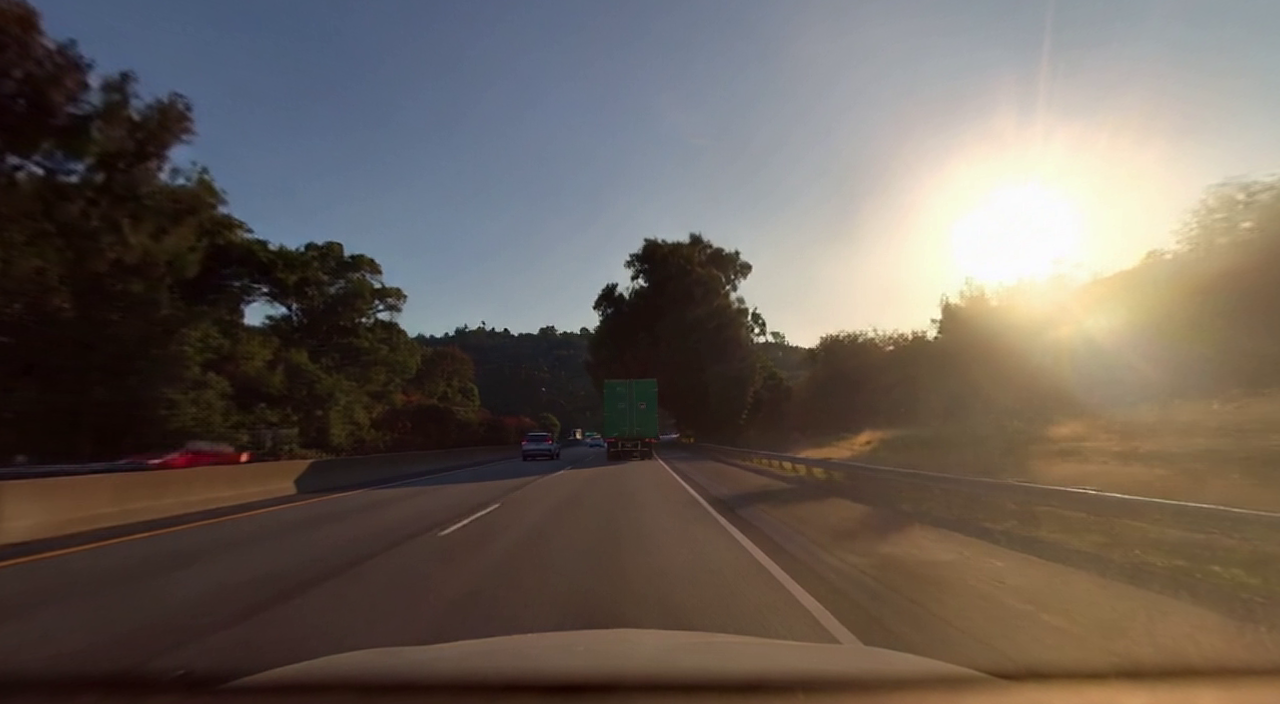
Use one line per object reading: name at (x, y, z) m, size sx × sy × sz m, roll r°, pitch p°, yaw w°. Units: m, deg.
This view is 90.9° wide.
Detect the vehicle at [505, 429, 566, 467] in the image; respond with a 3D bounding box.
vehicle at (-4.890, 4.570, 30.221) m, size 2.138 × 1.697 × 4.587 m, roll 0°, pitch -8°, yaw 0°

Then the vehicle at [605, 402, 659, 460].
vehicle at (-0.362, 3.492, 27.892) m, size 2.319 × 2.461 × 1.270 m, roll 0°, pitch -8°, yaw -2°
